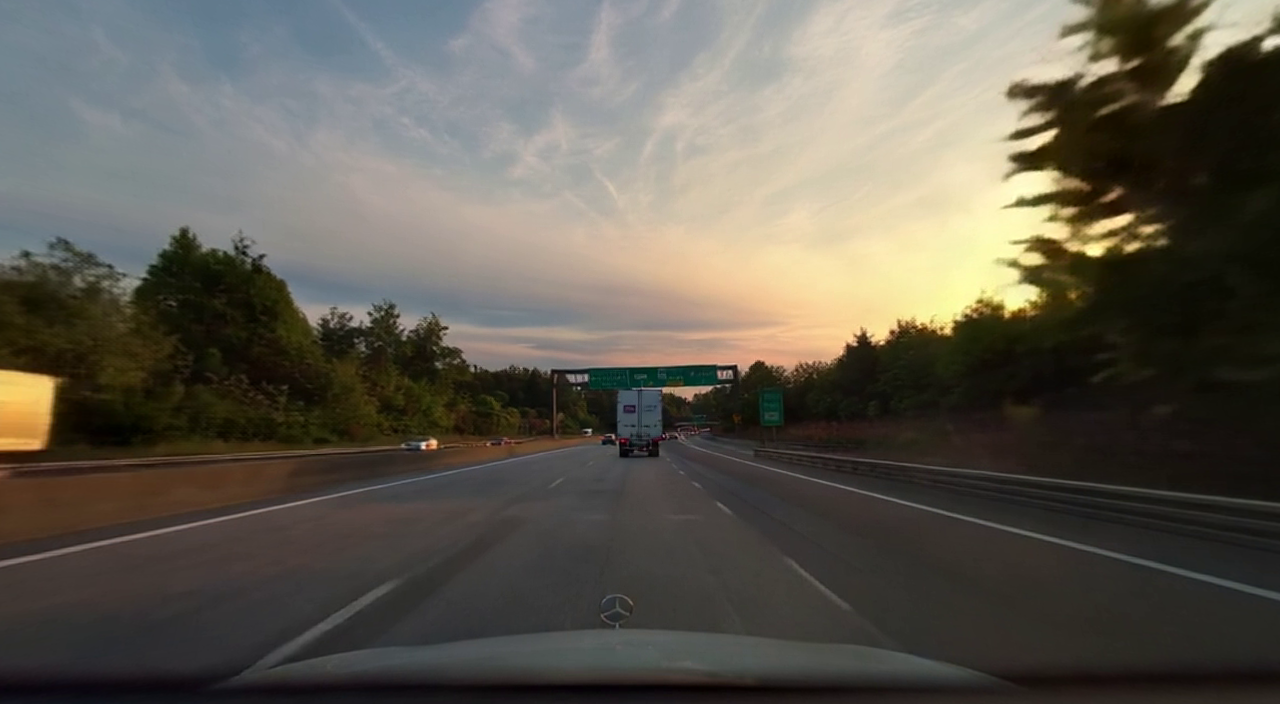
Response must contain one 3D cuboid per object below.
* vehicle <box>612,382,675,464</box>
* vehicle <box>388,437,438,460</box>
[{"bbox_3d":[0.084,3.800,33.039,2.855,3.741,8.587,0,-8,-1],"label":"vehicle"},{"bbox_3d":[-17.521,7.438,48.819,2.091,1.672,4.610,0,-8,1],"label":"vehicle"}]
